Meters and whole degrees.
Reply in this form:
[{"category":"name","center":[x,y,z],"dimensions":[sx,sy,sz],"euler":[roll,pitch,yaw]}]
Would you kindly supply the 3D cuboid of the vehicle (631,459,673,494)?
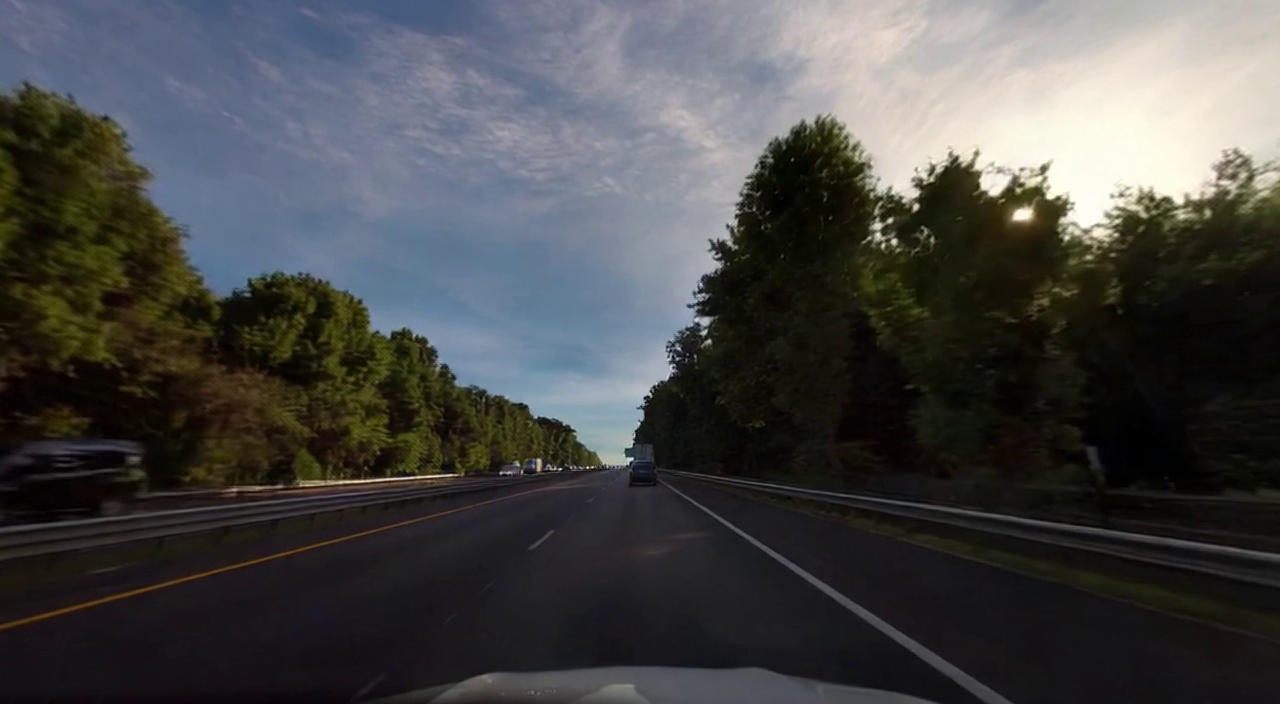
[{"category":"vehicle","center":[0.576,6.457,32.796],"dimensions":[2.048,1.663,4.377],"euler":[1,-10,0]}]
